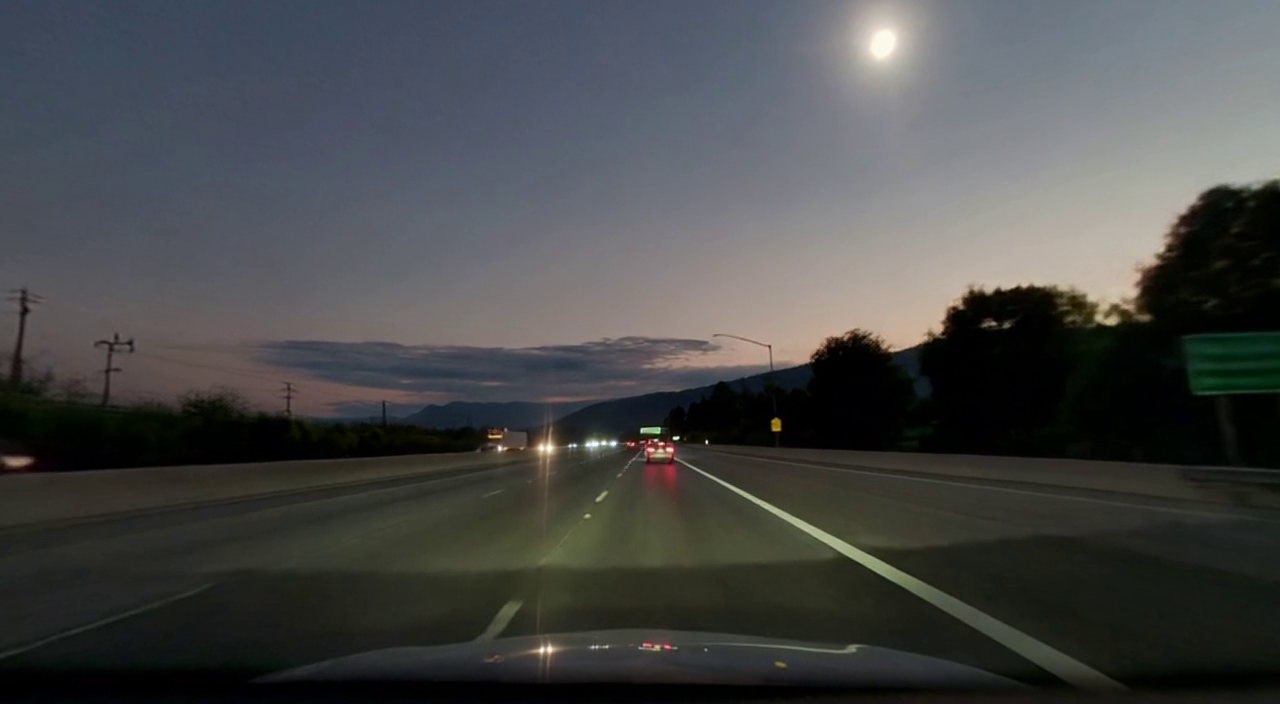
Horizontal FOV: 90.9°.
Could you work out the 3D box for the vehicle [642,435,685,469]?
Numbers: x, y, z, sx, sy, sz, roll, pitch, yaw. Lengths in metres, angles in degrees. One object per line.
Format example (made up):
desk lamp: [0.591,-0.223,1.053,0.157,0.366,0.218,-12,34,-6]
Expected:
vehicle: [1.257,5.579,35.452,2.260,1.766,4.348,0,-8,0]
